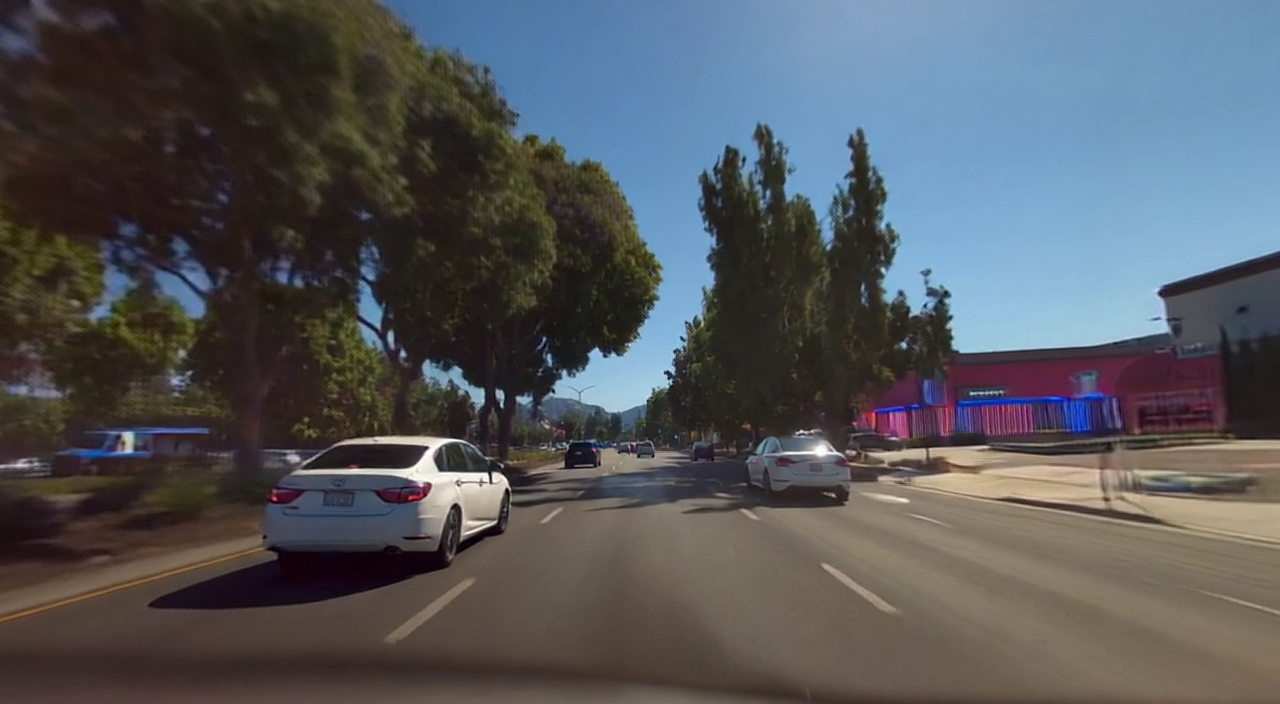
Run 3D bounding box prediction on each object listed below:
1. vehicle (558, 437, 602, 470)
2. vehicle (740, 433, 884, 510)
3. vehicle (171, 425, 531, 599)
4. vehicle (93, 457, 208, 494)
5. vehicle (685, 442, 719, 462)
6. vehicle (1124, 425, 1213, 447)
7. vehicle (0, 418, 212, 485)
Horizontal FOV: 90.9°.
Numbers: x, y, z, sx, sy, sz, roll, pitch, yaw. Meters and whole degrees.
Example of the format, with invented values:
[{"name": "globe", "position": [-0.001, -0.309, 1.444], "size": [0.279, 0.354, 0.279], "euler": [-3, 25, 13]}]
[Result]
[{"name": "vehicle", "position": [-3.275, 5.667, 35.479], "size": [1.981, 1.731, 4.360], "euler": [0, -8, 1]}, {"name": "vehicle", "position": [3.766, 2.706, 14.819], "size": [2.036, 1.480, 4.659], "euler": [0, -8, -1]}, {"name": "vehicle", "position": [-2.914, 1.734, 7.910], "size": [2.082, 1.460, 4.922], "euler": [0, -8, 1]}, {"name": "vehicle", "position": [-22.170, 5.574, 28.794], "size": [1.822, 1.483, 4.236], "euler": [0, -8, 1]}, {"name": "vehicle", "position": [4.555, 7.410, 46.832], "size": [1.996, 1.443, 4.270], "euler": [0, -8, -1]}, {"name": "vehicle", "position": [37.747, 6.041, 45.104], "size": [4.451, 1.479, 1.961], "euler": [-1, -8, 2]}, {"name": "vehicle", "position": [-29.843, 5.566, 35.484], "size": [8.970, 3.504, 3.159], "euler": [0, -8, 0]}]
